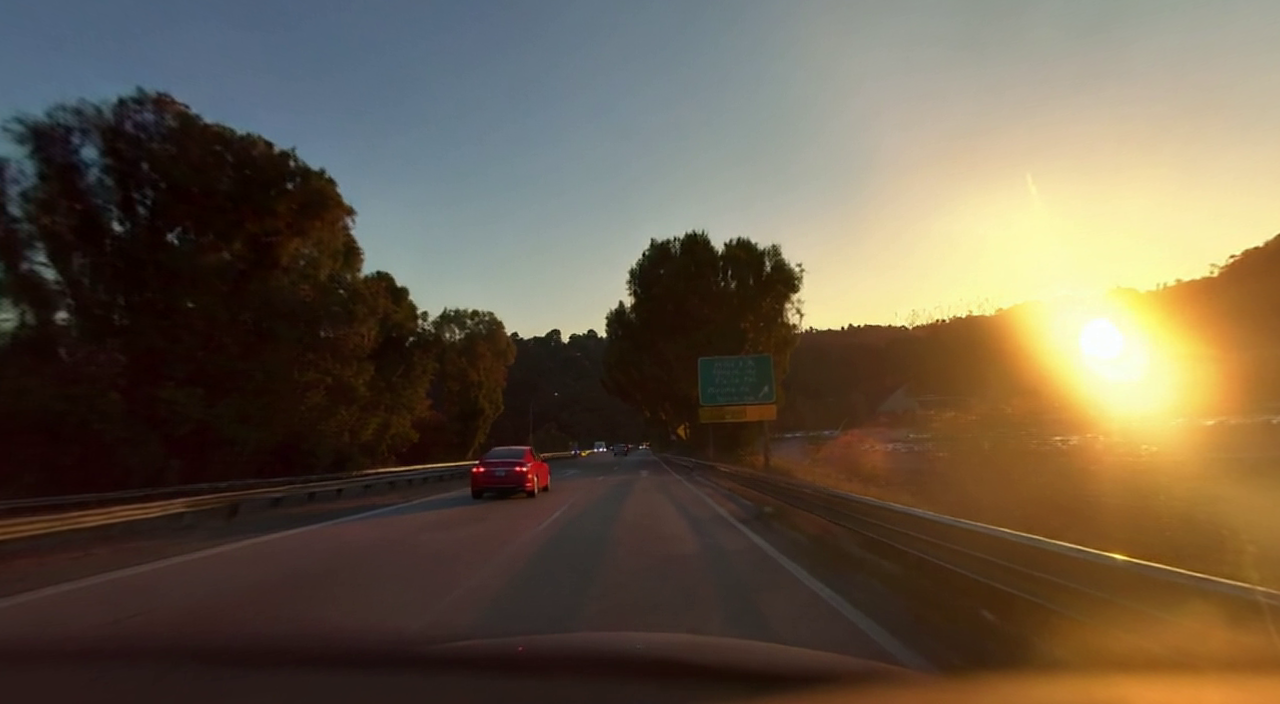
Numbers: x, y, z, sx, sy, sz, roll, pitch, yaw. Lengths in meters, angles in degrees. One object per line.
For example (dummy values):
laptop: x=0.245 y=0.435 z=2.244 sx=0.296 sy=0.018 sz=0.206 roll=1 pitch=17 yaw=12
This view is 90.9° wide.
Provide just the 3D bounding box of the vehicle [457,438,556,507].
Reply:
vehicle: x=-3.251 y=2.999 z=16.053 sx=1.675 sy=1.537 sz=3.574 roll=-1 pitch=-9 yaw=1
